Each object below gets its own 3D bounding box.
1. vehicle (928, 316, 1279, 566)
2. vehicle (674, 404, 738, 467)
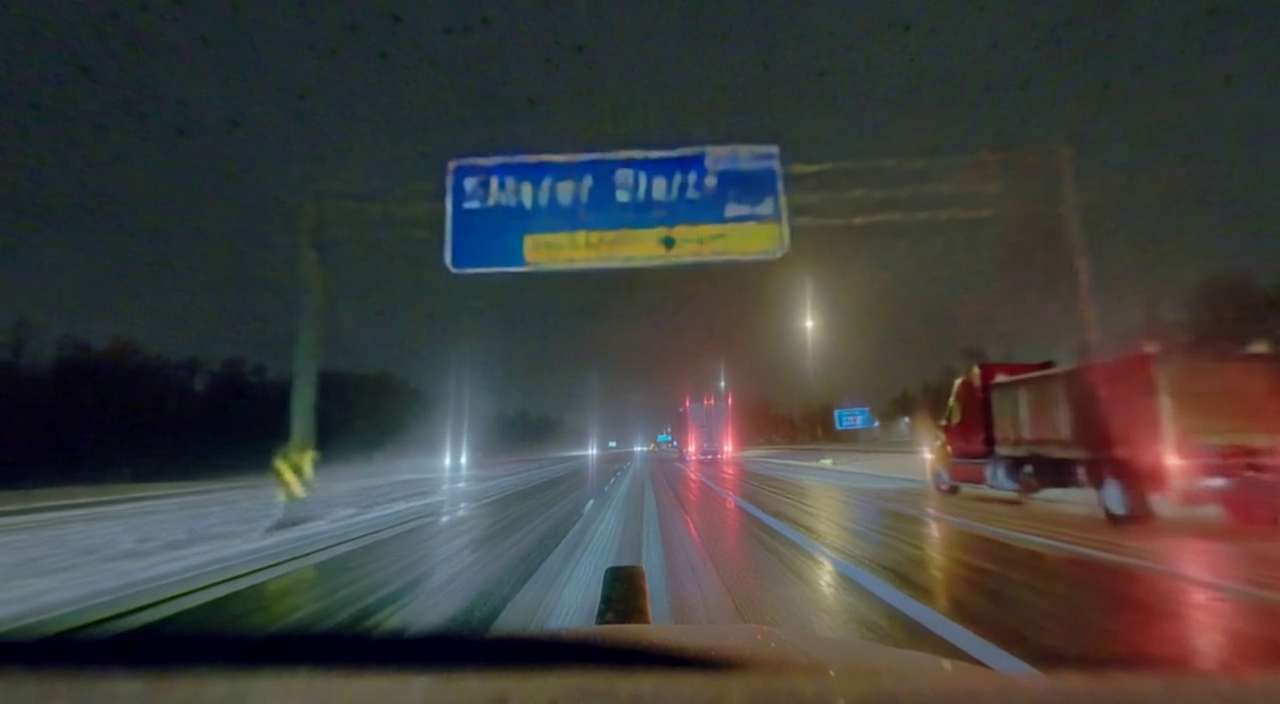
[{"bbox_3d":[7.817,1.469,10.575,2.474,2.730,7.349,0,-8,0],"label":"vehicle"},{"bbox_3d":[4.812,6.695,49.885,3.187,4.197,15.004,0,-8,-1],"label":"vehicle"}]
